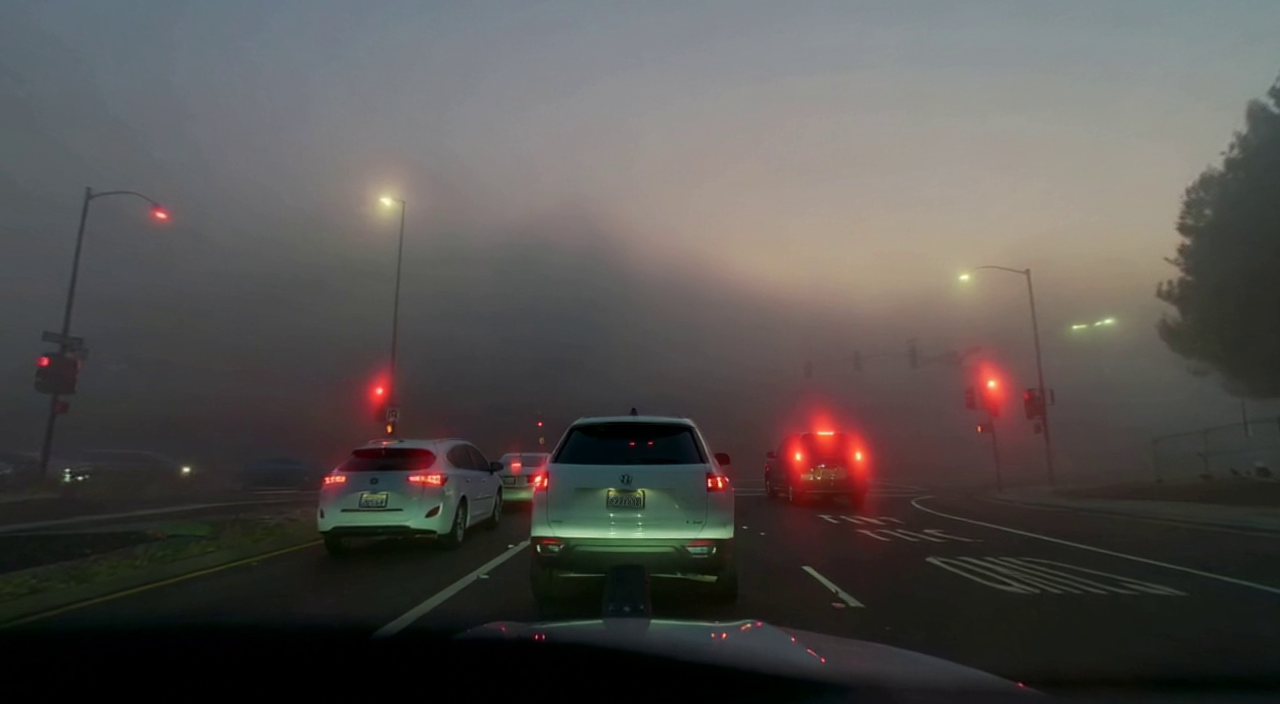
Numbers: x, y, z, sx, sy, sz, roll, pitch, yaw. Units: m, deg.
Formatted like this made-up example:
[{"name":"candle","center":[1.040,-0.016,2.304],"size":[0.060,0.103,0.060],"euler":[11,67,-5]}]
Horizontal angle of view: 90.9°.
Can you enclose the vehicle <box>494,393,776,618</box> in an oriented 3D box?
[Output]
[{"name":"vehicle","center":[-0.034,1.524,7.179],"size":[2.203,1.757,4.286],"euler":[0,-8,0]}]

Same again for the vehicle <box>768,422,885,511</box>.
[{"name":"vehicle","center":[4.807,2.993,16.919],"size":[2.084,2.053,4.073],"euler":[-1,-8,4]}]

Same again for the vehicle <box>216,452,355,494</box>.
[{"name":"vehicle","center":[-13.590,4.643,24.452],"size":[4.308,1.494,1.829],"euler":[2,-9,-15]}]

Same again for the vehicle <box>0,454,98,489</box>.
[{"name":"vehicle","center":[-27.114,5.270,27.942],"size":[4.198,1.444,1.765],"euler":[2,-9,-15]}]

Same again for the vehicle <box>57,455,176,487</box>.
[{"name":"vehicle","center":[-26.089,5.929,31.564],"size":[4.140,1.444,1.742],"euler":[2,-8,-16]}]

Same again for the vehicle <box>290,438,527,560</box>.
[{"name":"vehicle","center":[-3.194,2.099,9.855],"size":[1.913,1.453,4.413],"euler":[0,-8,2]}]
